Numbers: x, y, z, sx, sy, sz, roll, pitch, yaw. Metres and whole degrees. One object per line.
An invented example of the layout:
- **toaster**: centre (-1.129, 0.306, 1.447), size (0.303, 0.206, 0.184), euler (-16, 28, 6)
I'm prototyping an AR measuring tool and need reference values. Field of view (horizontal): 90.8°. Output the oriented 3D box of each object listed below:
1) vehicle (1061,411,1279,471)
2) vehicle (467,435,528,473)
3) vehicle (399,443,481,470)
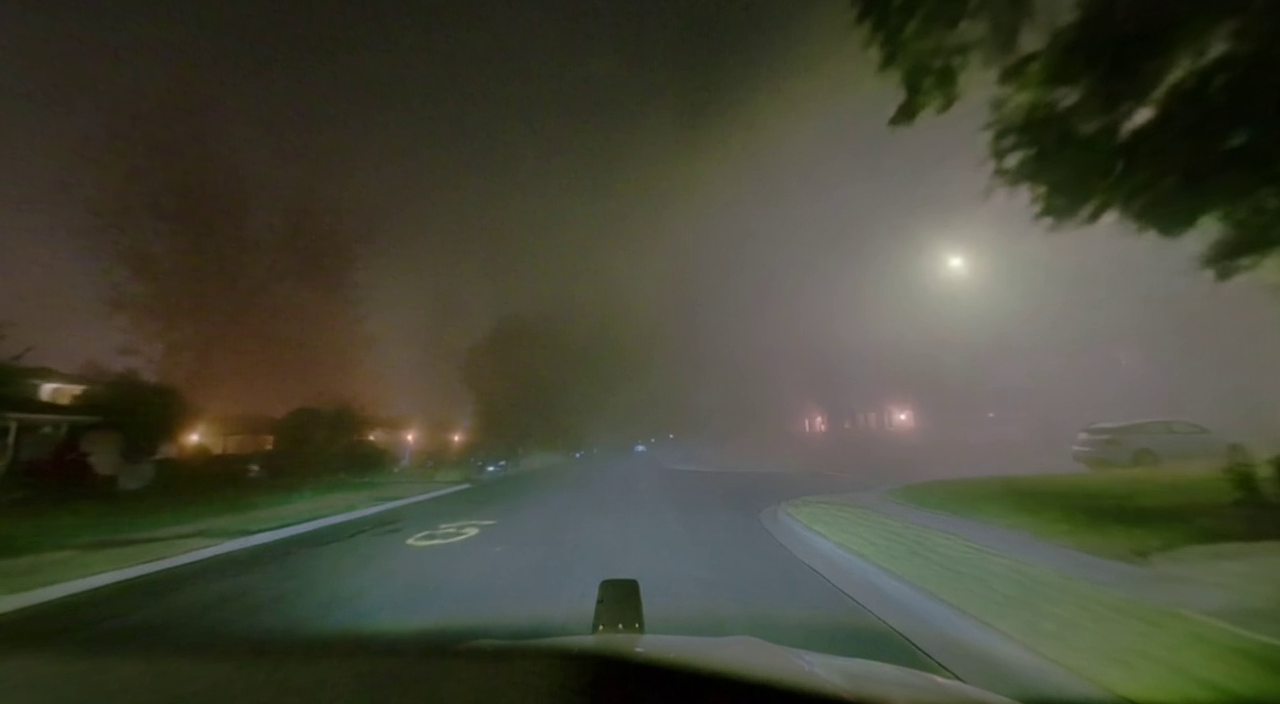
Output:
- **vehicle**: centre (13.691, 2.312, 16.417), size (4.086, 1.450, 1.830), euler (-1, -8, 4)
- **vehicle**: centre (-7.638, 5.563, 34.438), size (2.091, 1.912, 4.598), euler (0, -9, 2)
- **vehicle**: centre (-12.597, 6.596, 40.019), size (4.538, 1.578, 2.000), euler (0, -8, 1)
